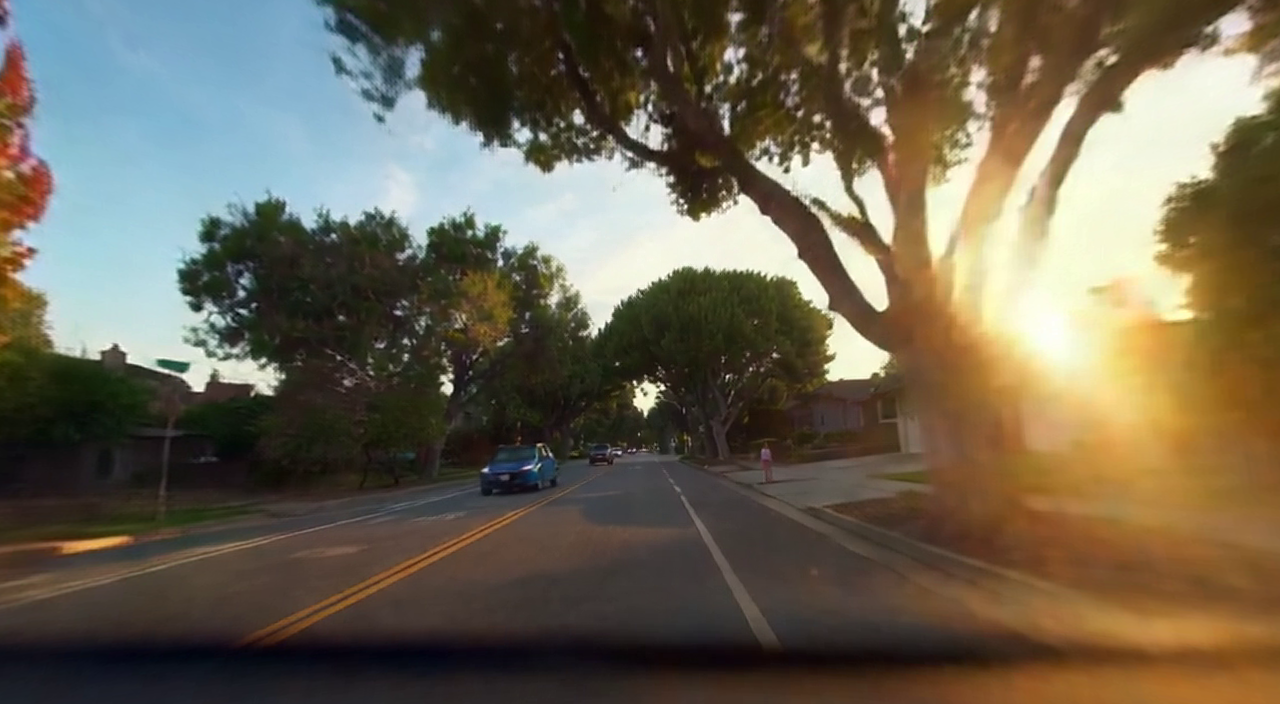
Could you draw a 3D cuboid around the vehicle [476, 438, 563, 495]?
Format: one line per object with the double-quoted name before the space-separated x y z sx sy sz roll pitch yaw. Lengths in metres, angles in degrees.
"vehicle" -4.066 3.934 22.140 2.041 1.780 4.618 0 -8 1
